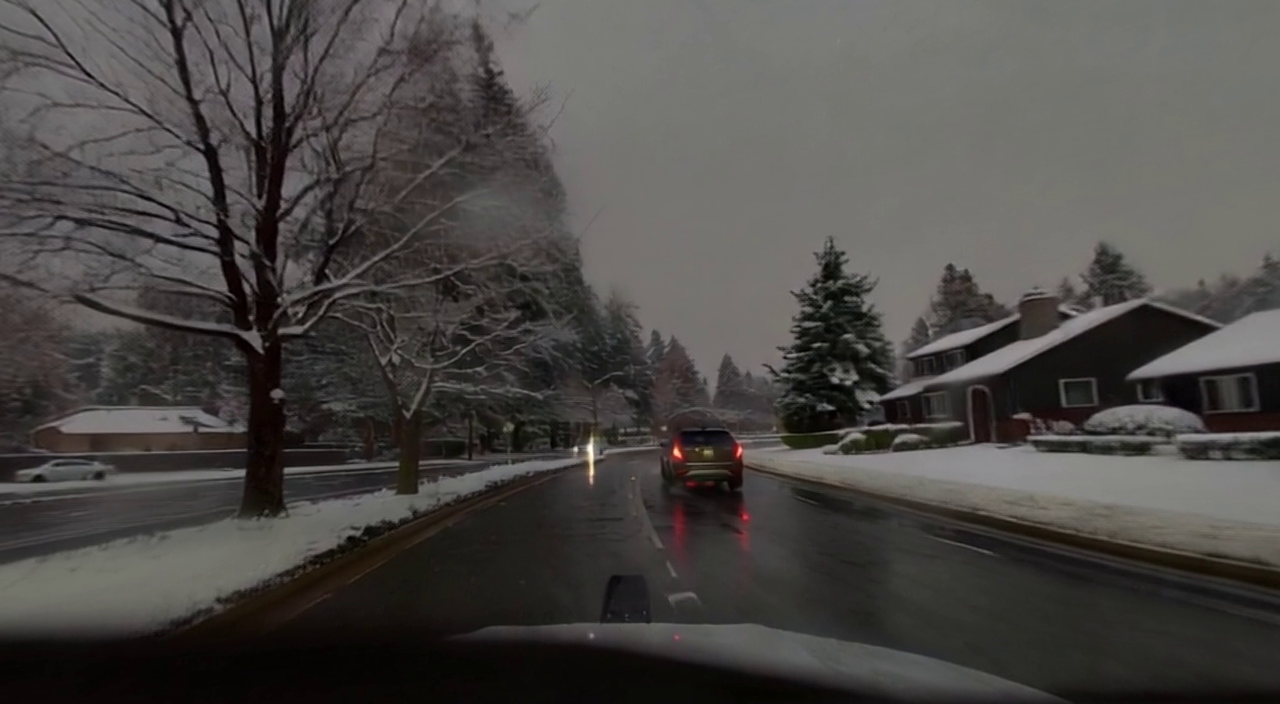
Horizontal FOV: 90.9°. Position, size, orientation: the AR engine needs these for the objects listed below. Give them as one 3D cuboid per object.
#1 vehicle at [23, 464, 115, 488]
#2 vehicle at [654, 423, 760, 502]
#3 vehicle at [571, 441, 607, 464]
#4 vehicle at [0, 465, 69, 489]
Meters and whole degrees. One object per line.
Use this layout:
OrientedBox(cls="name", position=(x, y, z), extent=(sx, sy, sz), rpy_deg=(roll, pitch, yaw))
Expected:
OrientedBox(cls="vehicle", position=(-39.137, 8.503, 43.277), extent=(4.283, 1.478, 2.003), rpy_deg=(0, -9, -4))
OrientedBox(cls="vehicle", position=(1.626, 2.962, 17.246), extent=(2.141, 1.833, 4.704), rpy_deg=(0, -8, -3))
OrientedBox(cls="vehicle", position=(-3.956, 7.932, 49.960), extent=(2.063, 1.721, 4.261), rpy_deg=(-1, -9, 6))
OrientedBox(cls="vehicle", position=(-39.624, 8.107, 40.832), extent=(3.339, 1.383, 1.865), rpy_deg=(1, -8, -7))
